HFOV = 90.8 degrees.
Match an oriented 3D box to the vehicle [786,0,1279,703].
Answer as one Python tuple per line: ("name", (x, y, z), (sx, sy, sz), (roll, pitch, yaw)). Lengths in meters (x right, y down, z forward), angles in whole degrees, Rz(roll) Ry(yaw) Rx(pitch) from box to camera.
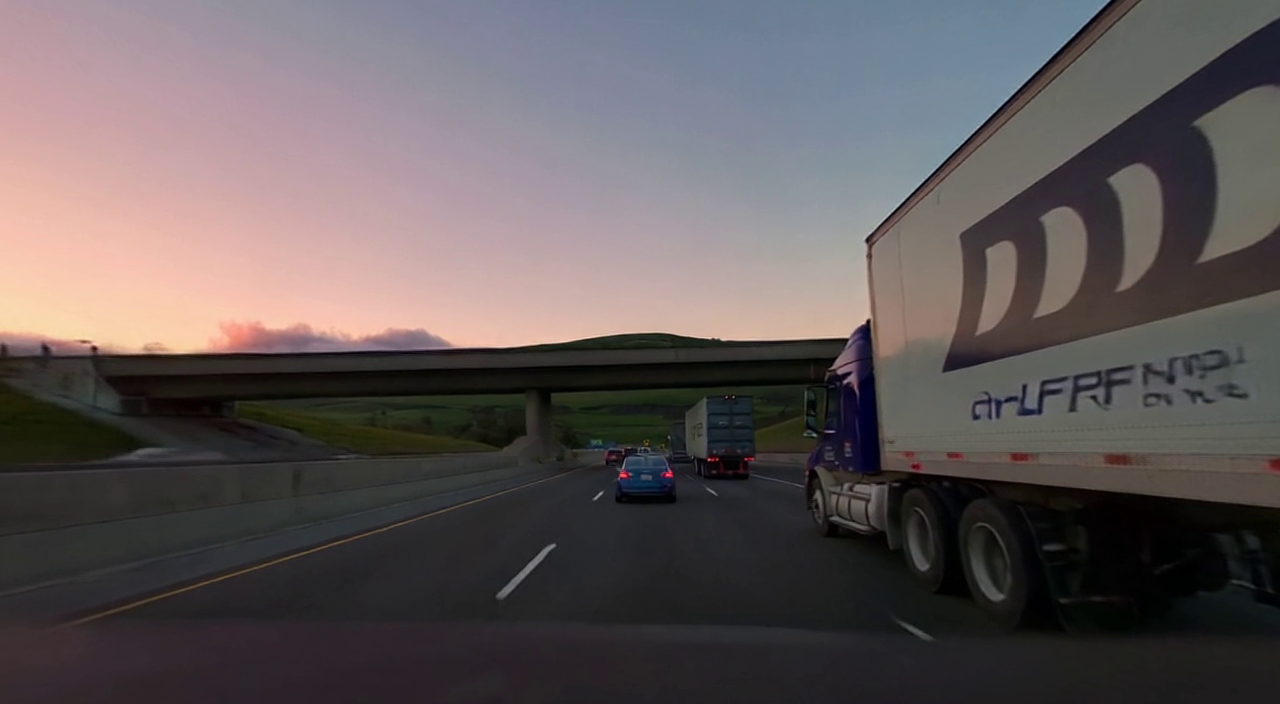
("vehicle", (4.133, 0.327, 6.005), (2.884, 3.930, 10.206), (0, -9, -1))

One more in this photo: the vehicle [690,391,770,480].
("vehicle", (4.431, 4.446, 33.010), (2.801, 4.039, 8.684), (0, -9, 0))

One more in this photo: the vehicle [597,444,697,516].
("vehicle", (0.143, 2.917, 14.828), (2.029, 1.437, 3.794), (0, -9, 0))
